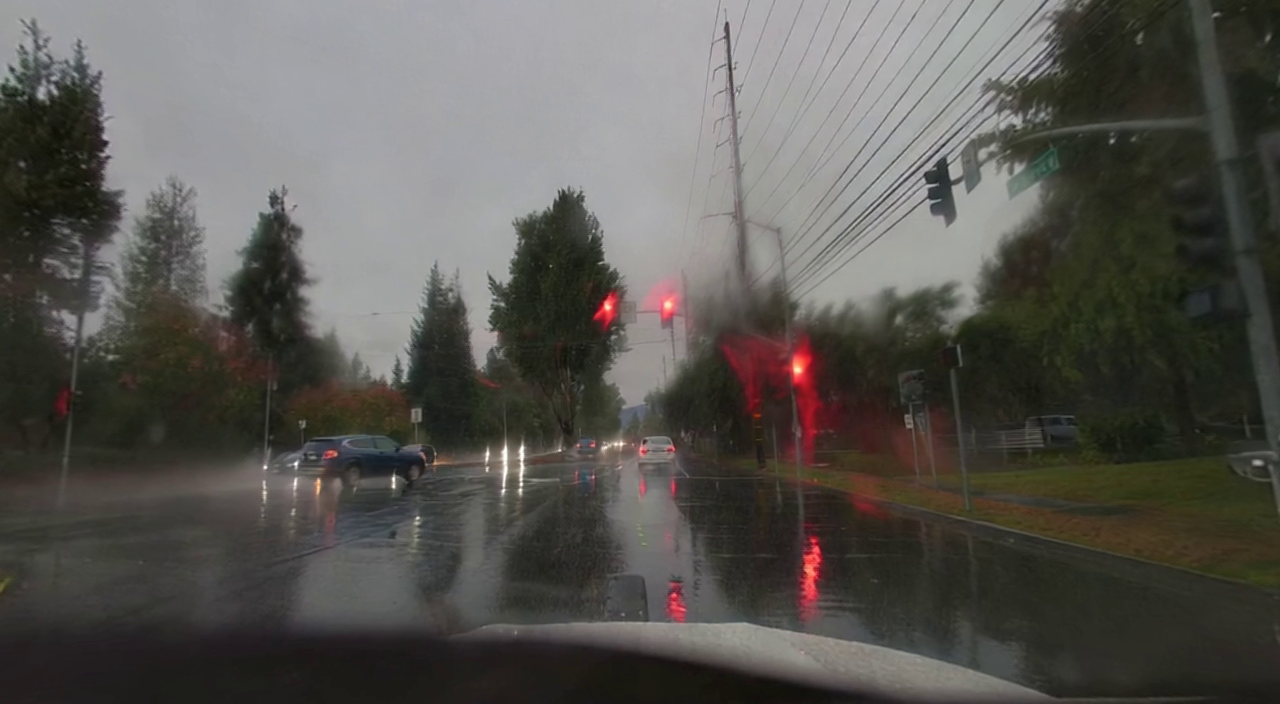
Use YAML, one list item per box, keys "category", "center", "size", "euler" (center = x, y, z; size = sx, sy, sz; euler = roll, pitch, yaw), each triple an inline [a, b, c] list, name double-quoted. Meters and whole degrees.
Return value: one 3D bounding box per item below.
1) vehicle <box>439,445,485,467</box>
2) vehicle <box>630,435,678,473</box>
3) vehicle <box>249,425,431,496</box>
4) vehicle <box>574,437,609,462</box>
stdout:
- category: "vehicle"
  center: [-12.635, 7.420, 44.900]
  size: [1.841, 1.477, 4.485]
  euler: [-1, -8, 2]
- category: "vehicle"
  center: [0.763, 4.989, 30.905]
  size: [2.010, 1.681, 4.682]
  euler: [-1, -9, 5]
- category: "vehicle"
  center: [-9.430, 3.411, 20.137]
  size: [2.175, 1.957, 4.686]
  euler: [-7, -11, 37]
- category: "vehicle"
  center: [-3.680, 7.526, 48.539]
  size: [2.046, 1.763, 4.574]
  euler: [-1, -8, 4]
